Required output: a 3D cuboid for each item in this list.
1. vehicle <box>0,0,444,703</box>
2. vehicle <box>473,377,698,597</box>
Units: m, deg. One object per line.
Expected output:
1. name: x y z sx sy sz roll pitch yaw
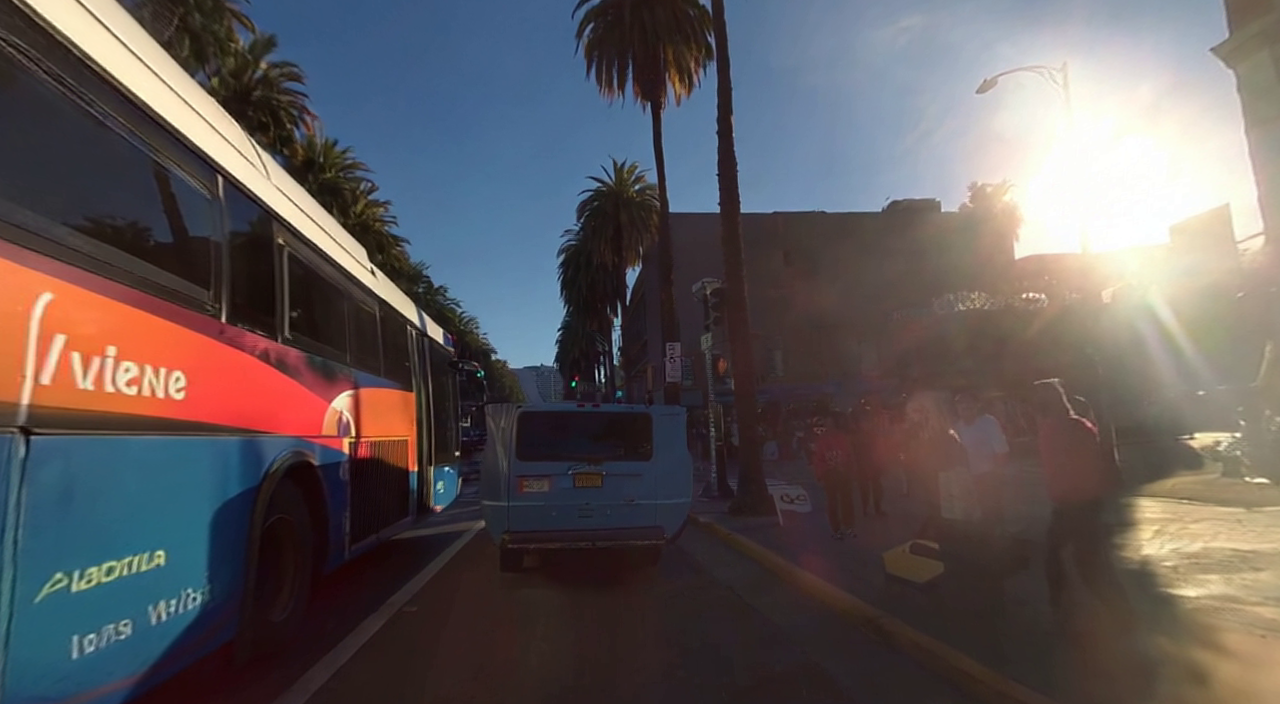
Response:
1. vehicle: -3.783 0.113 2.927 2.863 3.233 11.573 0 -8 -4
2. vehicle: -0.799 1.502 7.813 2.002 1.907 4.211 1 -9 -9
